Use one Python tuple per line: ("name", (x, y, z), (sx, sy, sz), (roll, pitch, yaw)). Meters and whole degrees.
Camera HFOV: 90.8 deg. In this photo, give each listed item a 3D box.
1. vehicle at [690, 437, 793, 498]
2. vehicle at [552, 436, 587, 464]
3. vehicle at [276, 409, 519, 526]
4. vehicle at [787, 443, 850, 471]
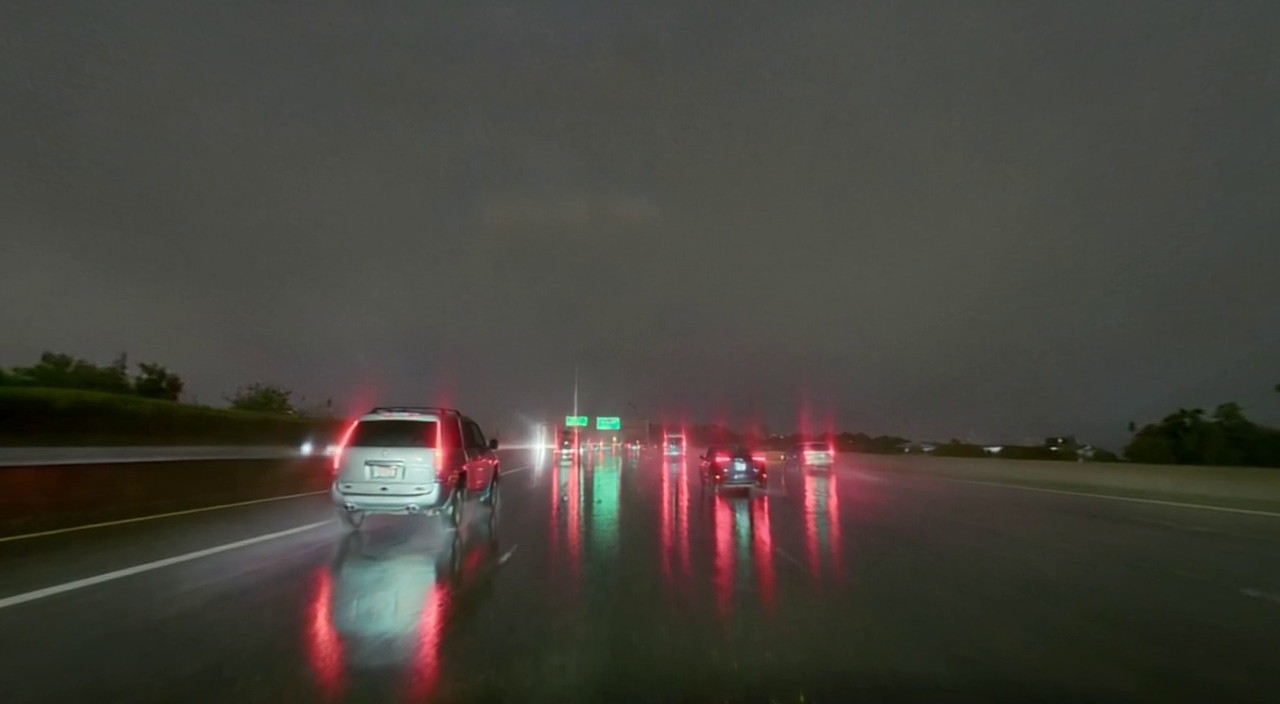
("vehicle", (2.739, 3.258, 18.183), (2.053, 1.510, 4.400), (0, -8, -2))
("vehicle", (-4.902, 6.920, 44.485), (2.149, 1.843, 4.348), (1, -9, -2))
("vehicle", (-4.425, 2.273, 13.024), (2.684, 1.839, 5.803), (0, -8, 0))
("vehicle", (10.108, 5.977, 36.111), (2.105, 1.496, 4.393), (0, -8, -3))
